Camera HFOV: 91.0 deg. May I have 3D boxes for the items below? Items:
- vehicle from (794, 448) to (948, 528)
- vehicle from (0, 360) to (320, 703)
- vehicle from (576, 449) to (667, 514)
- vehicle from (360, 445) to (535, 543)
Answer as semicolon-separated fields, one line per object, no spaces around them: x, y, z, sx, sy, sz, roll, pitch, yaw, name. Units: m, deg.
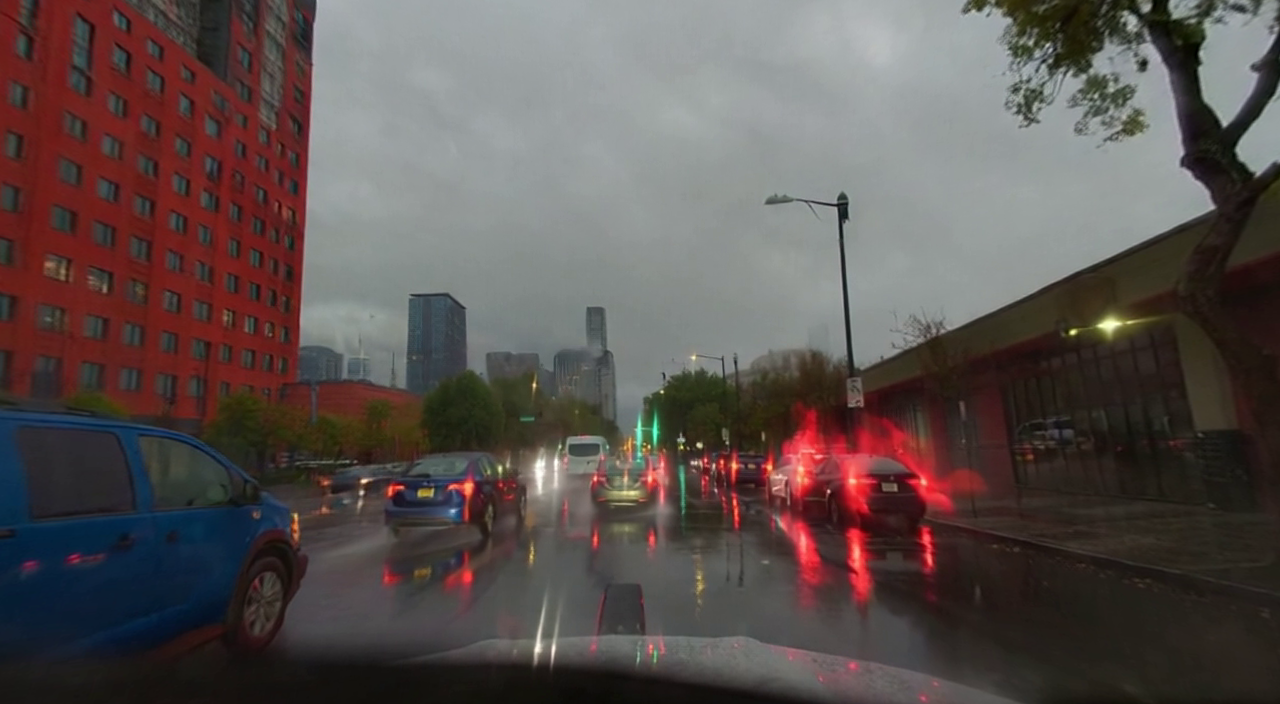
4.909;2.914;14.081;1.832;1.491;4.054;0;-9;-1;vehicle
-3.723;0.939;2.718;2.140;1.768;4.685;0;-9;1;vehicle
-0.427;3.416;17.123;2.152;1.518;4.113;0;-9;0;vehicle
-3.511;2.652;12.513;1.995;1.554;4.426;0;-9;1;vehicle
